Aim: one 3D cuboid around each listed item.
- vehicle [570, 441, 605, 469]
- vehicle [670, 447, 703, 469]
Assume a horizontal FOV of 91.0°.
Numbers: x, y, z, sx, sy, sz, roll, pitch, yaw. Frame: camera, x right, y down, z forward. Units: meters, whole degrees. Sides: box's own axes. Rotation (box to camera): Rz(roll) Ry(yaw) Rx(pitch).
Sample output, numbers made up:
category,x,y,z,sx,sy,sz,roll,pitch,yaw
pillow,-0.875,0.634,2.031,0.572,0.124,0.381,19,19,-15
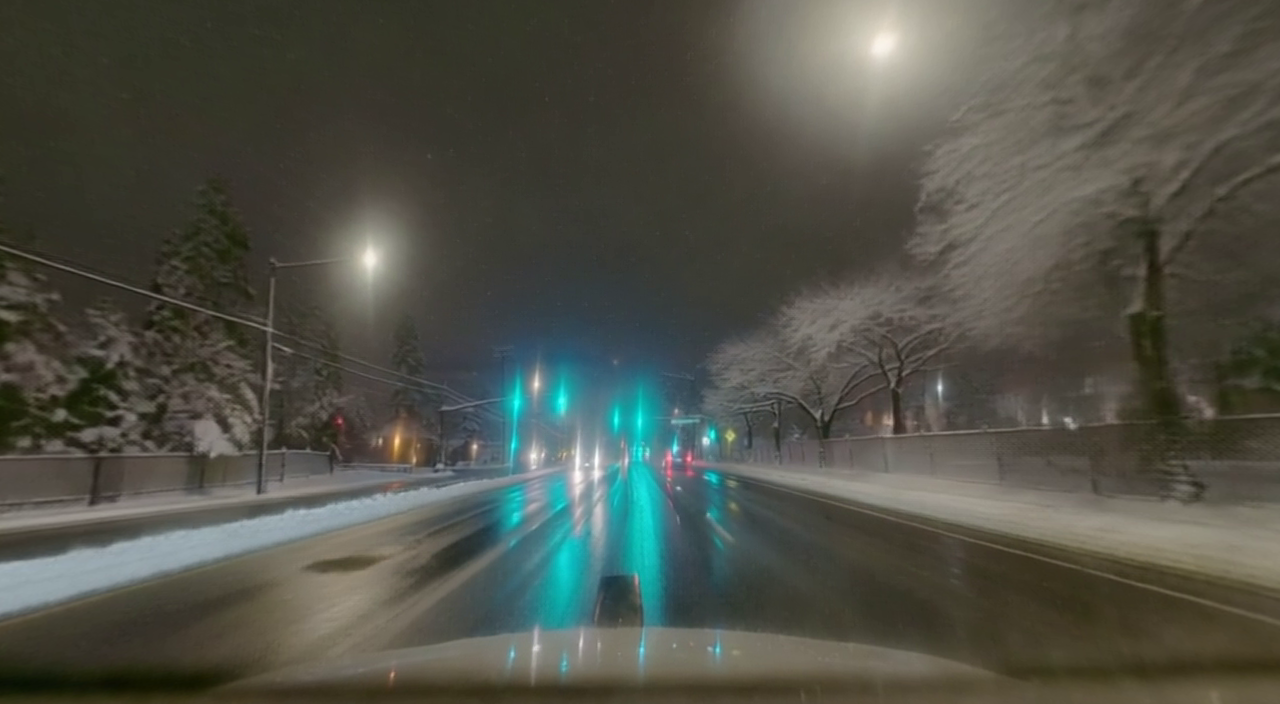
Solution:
category,x,y,z,sx,sy,sz,roll,pitch,yaw
vehicle,-3.577,7.087,43.623,2.078,1.832,4.746,0,-8,-1
vehicle,3.288,7.604,45.304,2.105,1.490,4.008,0,-8,0
